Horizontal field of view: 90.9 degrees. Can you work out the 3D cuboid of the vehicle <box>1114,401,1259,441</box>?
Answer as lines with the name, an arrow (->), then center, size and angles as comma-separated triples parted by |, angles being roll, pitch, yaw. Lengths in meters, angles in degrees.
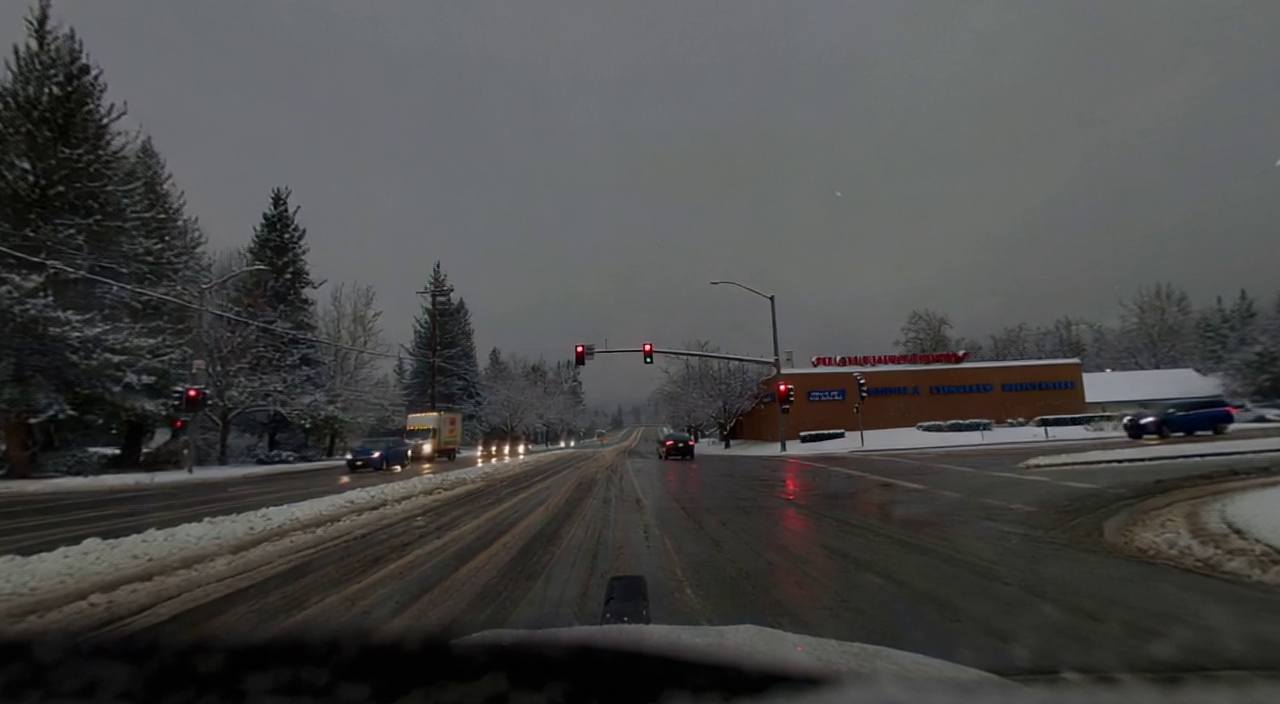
vehicle -> 24.402, 3.118, 28.269 | 4.566, 1.670, 2.000 | 0, -8, -1

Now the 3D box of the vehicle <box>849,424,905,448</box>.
vehicle -> 17.360, 6.223, 46.322 | 3.329, 1.415, 1.821 | -6, -9, 2

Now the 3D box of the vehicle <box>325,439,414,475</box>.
vehicle -> -12.036, 4.681, 28.399 | 1.996, 1.489, 4.566 | 0, -8, -1

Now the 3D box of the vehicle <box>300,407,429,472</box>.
vehicle -> -16.695, 5.536, 39.526 | 3.161, 3.455, 11.058 | 0, -8, 0

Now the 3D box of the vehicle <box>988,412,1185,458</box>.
vehicle -> 14.427, 2.741, 20.594 | 4.994, 1.416, 1.783 | 0, -8, 3

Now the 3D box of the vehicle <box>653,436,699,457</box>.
vehicle -> 2.534, 6.828, 45.522 | 1.884, 1.419, 4.448 | 2, -9, -16
